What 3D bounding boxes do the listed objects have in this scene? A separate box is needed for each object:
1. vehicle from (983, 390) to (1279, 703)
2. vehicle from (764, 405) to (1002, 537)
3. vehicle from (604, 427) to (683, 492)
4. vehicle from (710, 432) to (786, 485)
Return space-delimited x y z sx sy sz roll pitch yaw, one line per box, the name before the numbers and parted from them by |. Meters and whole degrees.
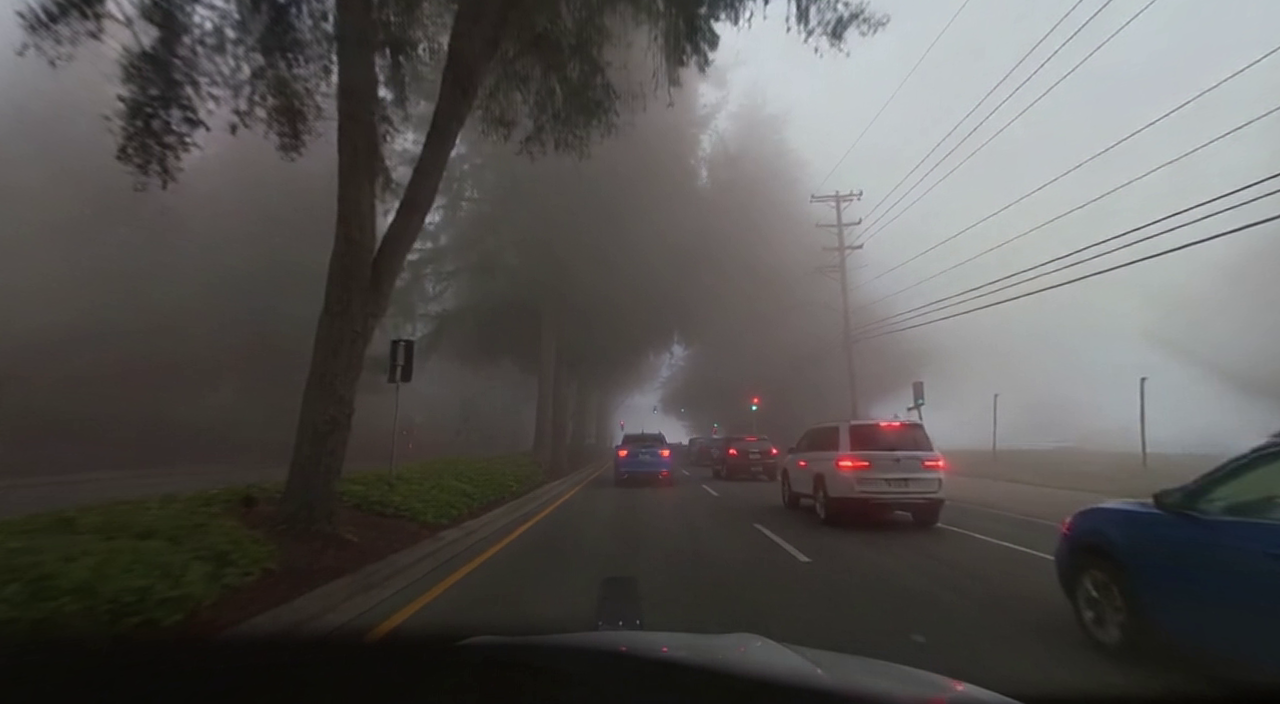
vehicle | 3.704 0.935 2.831 1.881 1.512 4.294 -1 -8 0
vehicle | 3.929 2.048 11.465 2.254 1.840 4.918 0 -8 -1
vehicle | 0.080 3.286 19.589 2.163 1.746 4.073 -1 -8 0
vehicle | 3.612 3.641 21.853 1.923 1.653 3.703 -1 -8 0
